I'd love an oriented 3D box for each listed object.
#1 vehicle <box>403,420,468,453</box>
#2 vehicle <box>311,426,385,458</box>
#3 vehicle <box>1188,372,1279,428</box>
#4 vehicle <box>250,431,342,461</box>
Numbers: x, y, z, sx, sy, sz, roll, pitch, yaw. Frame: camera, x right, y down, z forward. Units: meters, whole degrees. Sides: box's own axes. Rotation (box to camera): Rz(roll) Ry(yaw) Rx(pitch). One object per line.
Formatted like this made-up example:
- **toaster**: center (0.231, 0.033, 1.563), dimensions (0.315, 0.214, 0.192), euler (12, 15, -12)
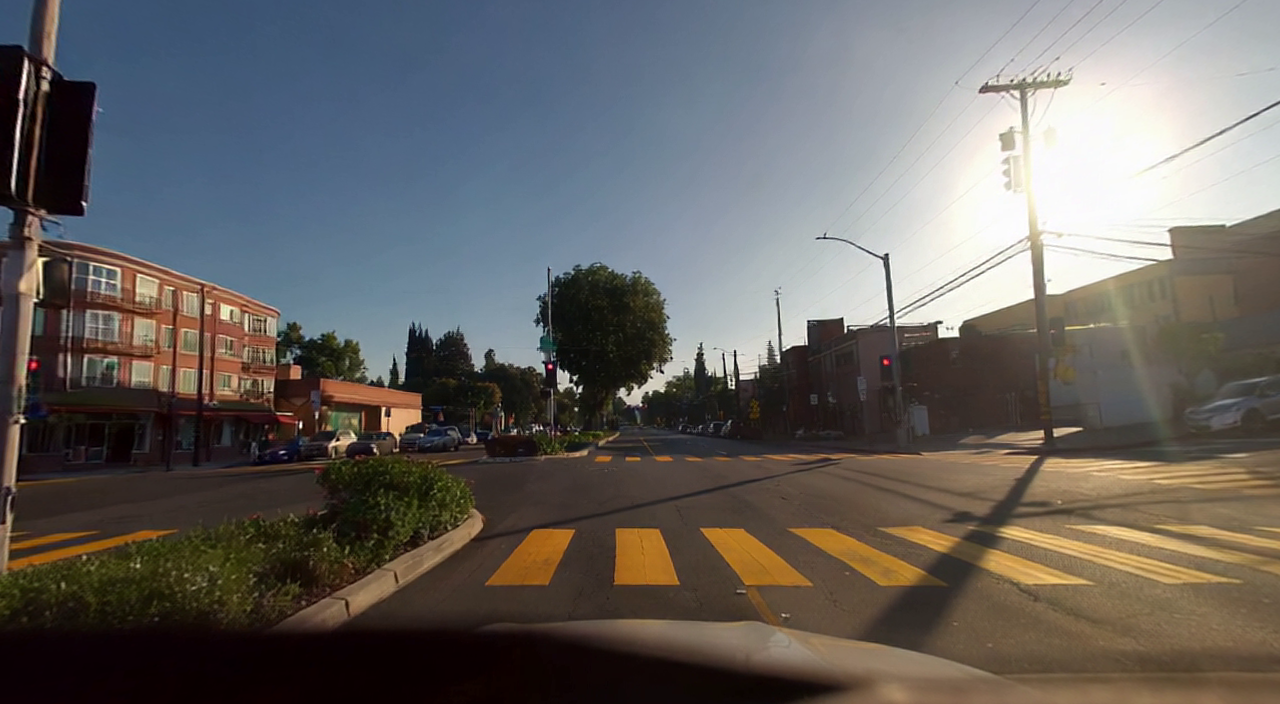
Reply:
- **vehicle**: center (-11.773, 4.939, 36.778), dimensions (2.118, 1.809, 4.591), euler (0, -8, 2)
- **vehicle**: center (-18.258, 5.677, 39.847), dimensions (2.225, 1.871, 5.189), euler (0, -8, 0)
- **vehicle**: center (22.365, 1.620, 22.231), dimensions (4.531, 1.753, 1.964), euler (-2, -2, -5)
- **vehicle**: center (-18.057, 4.973, 33.517), dimensions (1.939, 1.430, 5.533), euler (0, -8, -2)
